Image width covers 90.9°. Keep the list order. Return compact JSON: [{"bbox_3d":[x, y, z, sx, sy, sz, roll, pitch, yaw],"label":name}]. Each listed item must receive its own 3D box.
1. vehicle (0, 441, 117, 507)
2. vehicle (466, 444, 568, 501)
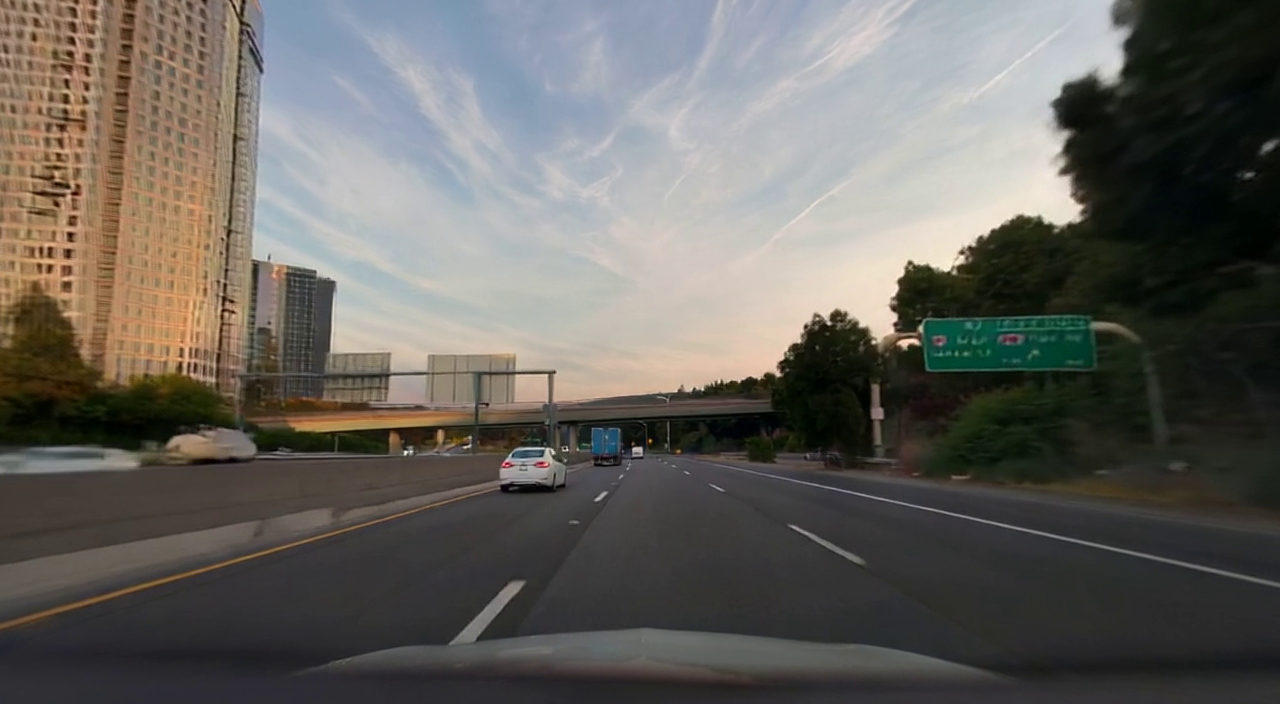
[{"bbox_3d":[-15.824,2.998,15.670,1.865,1.531,4.278,0,-9,1],"label":"vehicle"},{"bbox_3d":[-3.476,3.510,18.737,2.039,1.478,4.483,0,-9,1],"label":"vehicle"}]
